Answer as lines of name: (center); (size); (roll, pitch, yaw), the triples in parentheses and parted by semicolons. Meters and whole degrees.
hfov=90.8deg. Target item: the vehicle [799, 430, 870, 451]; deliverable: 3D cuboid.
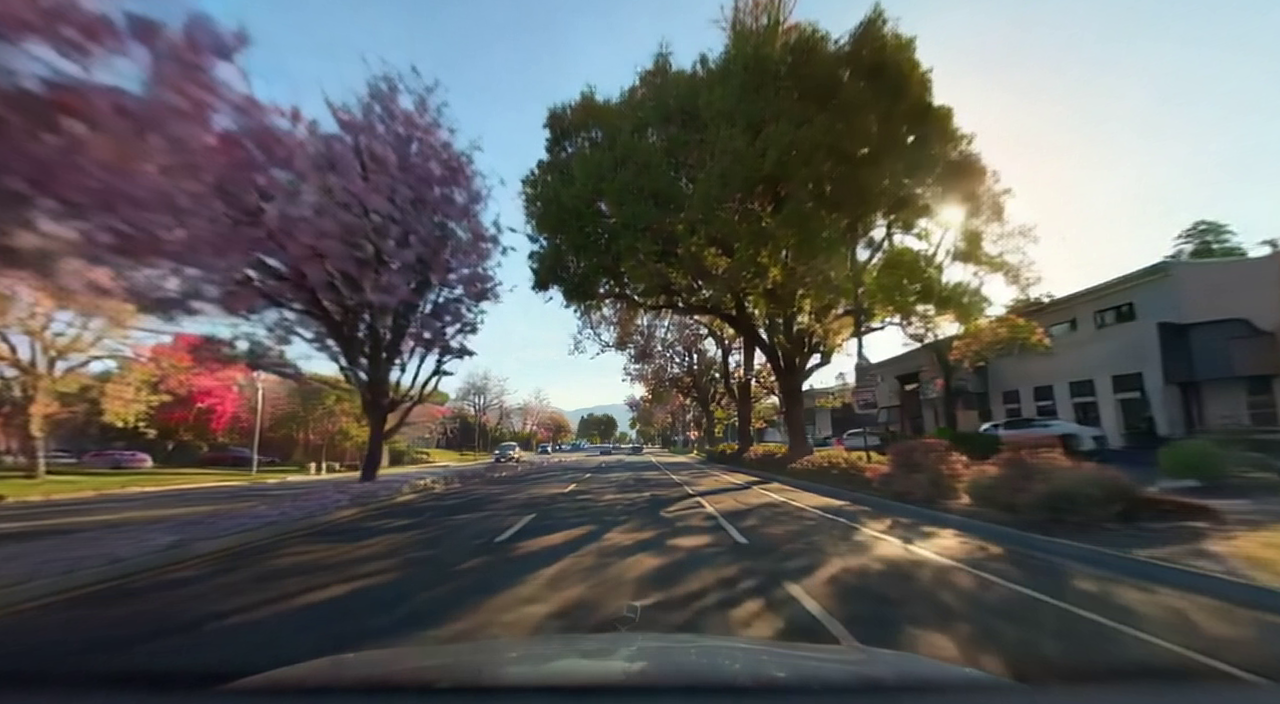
vehicle: (15.204, 6.954, 49.537); (4.877, 1.592, 1.913); (0, -8, 2)
